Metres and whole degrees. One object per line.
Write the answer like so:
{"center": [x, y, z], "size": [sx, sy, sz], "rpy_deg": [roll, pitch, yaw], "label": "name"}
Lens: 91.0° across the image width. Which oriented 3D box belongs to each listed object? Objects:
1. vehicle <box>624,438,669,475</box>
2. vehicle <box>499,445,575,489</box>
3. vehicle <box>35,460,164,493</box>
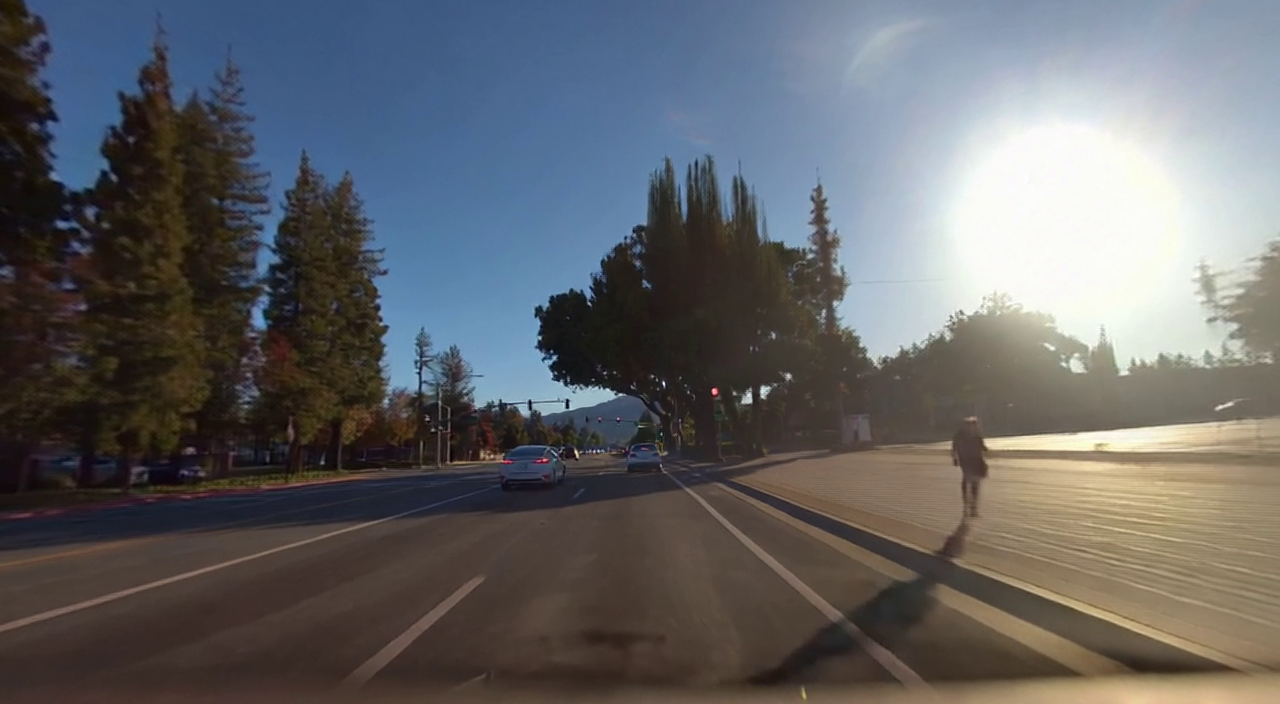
{"center": [0.271, 5.474, 33.173], "size": [2.215, 1.799, 4.426], "rpy_deg": [0, -8, -1], "label": "vehicle"}
{"center": [-3.612, 4.113, 22.934], "size": [2.036, 1.447, 4.044], "rpy_deg": [0, -8, 1], "label": "vehicle"}
{"center": [-25.345, 5.834, 29.651], "size": [4.182, 1.444, 1.884], "rpy_deg": [1, -8, -5], "label": "vehicle"}
